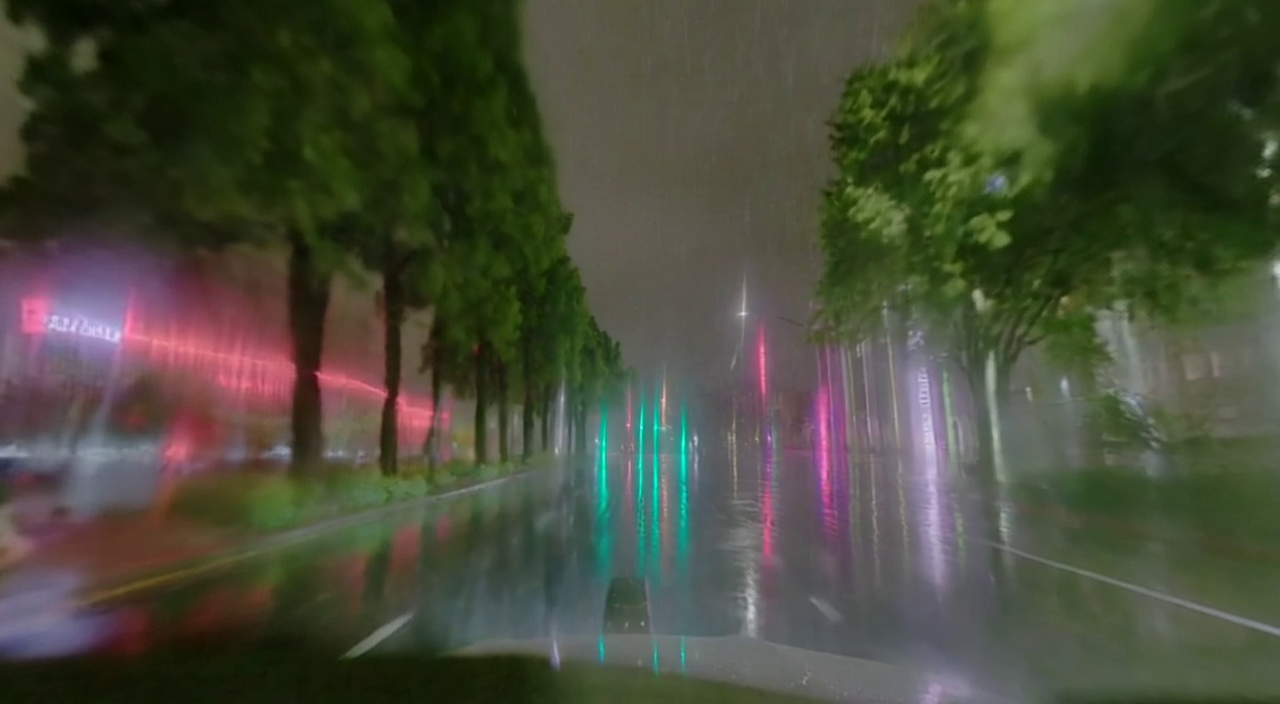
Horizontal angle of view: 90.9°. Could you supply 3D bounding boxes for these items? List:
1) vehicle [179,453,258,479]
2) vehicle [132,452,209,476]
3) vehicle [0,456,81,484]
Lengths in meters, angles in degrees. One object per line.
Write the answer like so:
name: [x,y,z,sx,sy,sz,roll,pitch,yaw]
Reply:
vehicle: [-26.179,7.067,39.365,1.850,1.477,4.492,0,-8,0]
vehicle: [-35.986,8.597,48.456,4.397,1.689,1.958,4,-10,-29]
vehicle: [-35.711,6.823,36.490,4.501,1.458,1.889,4,-9,-26]
